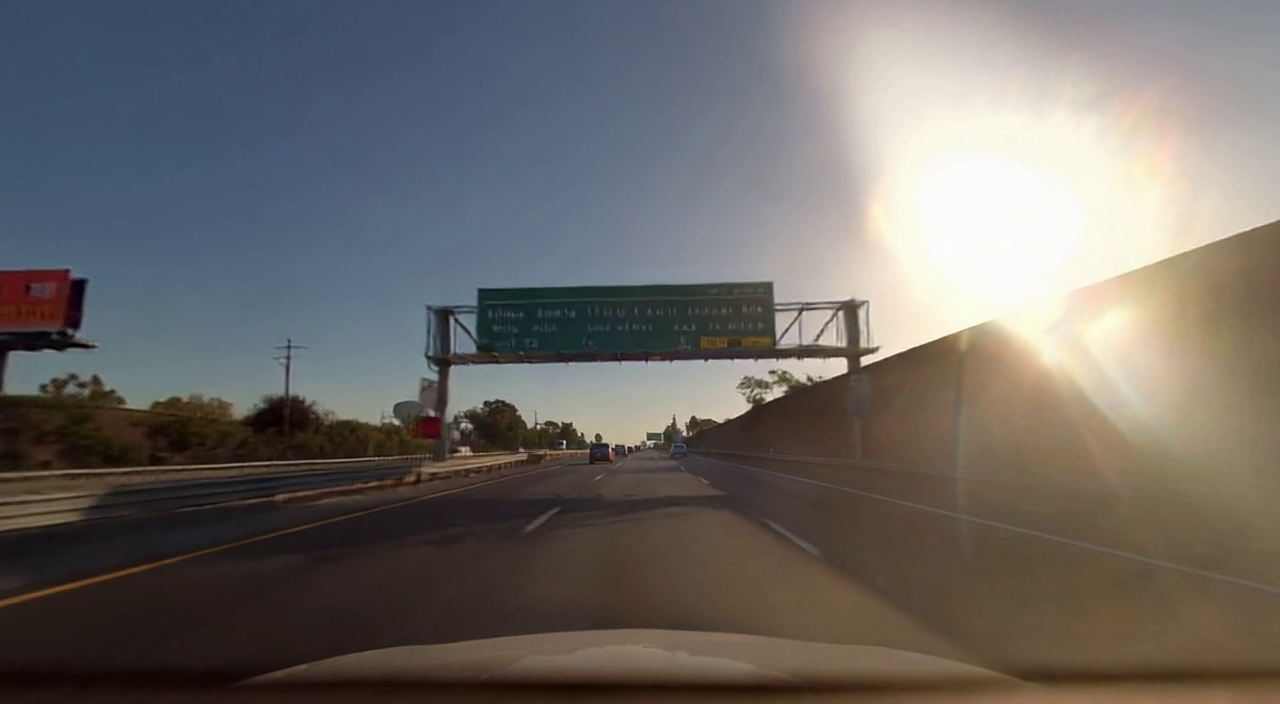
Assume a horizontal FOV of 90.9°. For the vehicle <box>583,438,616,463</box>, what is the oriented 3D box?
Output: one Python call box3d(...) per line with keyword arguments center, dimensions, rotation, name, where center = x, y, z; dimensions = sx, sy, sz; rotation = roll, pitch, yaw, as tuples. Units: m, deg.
box3d(center=(-3.056, 7.553, 48.500), dimensions=(2.319, 1.738, 4.355), rotation=(0, -8, 0), name="vehicle")
